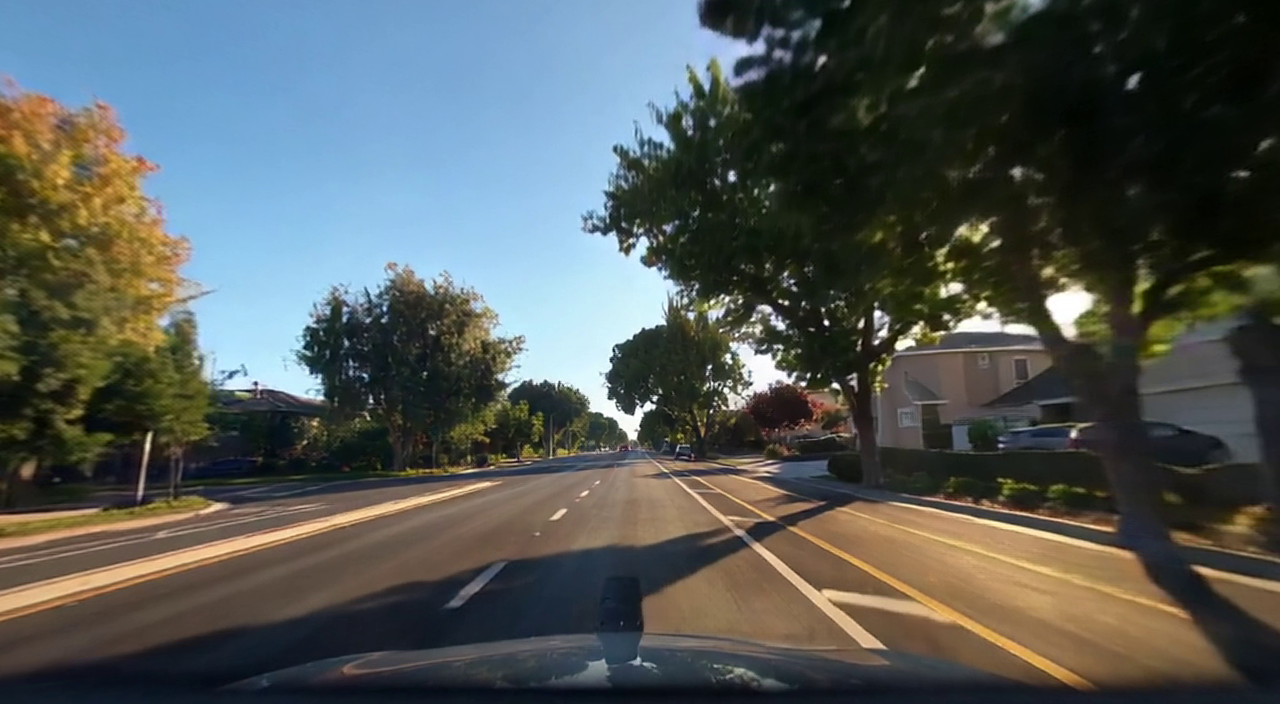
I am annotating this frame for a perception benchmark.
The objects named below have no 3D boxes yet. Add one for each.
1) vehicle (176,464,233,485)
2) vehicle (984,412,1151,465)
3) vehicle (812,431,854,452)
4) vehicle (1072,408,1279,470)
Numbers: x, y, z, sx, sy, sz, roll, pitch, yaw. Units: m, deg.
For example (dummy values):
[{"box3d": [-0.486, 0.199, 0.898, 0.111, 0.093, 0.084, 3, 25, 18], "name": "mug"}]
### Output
[{"box3d": [-34.050, 9.593, 49.546, 1.774, 1.430, 4.131, 0, -9, -4], "name": "vehicle"}, {"box3d": [16.299, 3.328, 24.278, 4.843, 1.594, 2.127, -4, -9, -3], "name": "vehicle"}, {"box3d": [15.092, 7.077, 49.664, 1.908, 1.610, 4.582, -1, -9, 2], "name": "vehicle"}, {"box3d": [16.291, 2.665, 19.267, 4.655, 1.511, 2.045, -3, -9, -1], "name": "vehicle"}]
